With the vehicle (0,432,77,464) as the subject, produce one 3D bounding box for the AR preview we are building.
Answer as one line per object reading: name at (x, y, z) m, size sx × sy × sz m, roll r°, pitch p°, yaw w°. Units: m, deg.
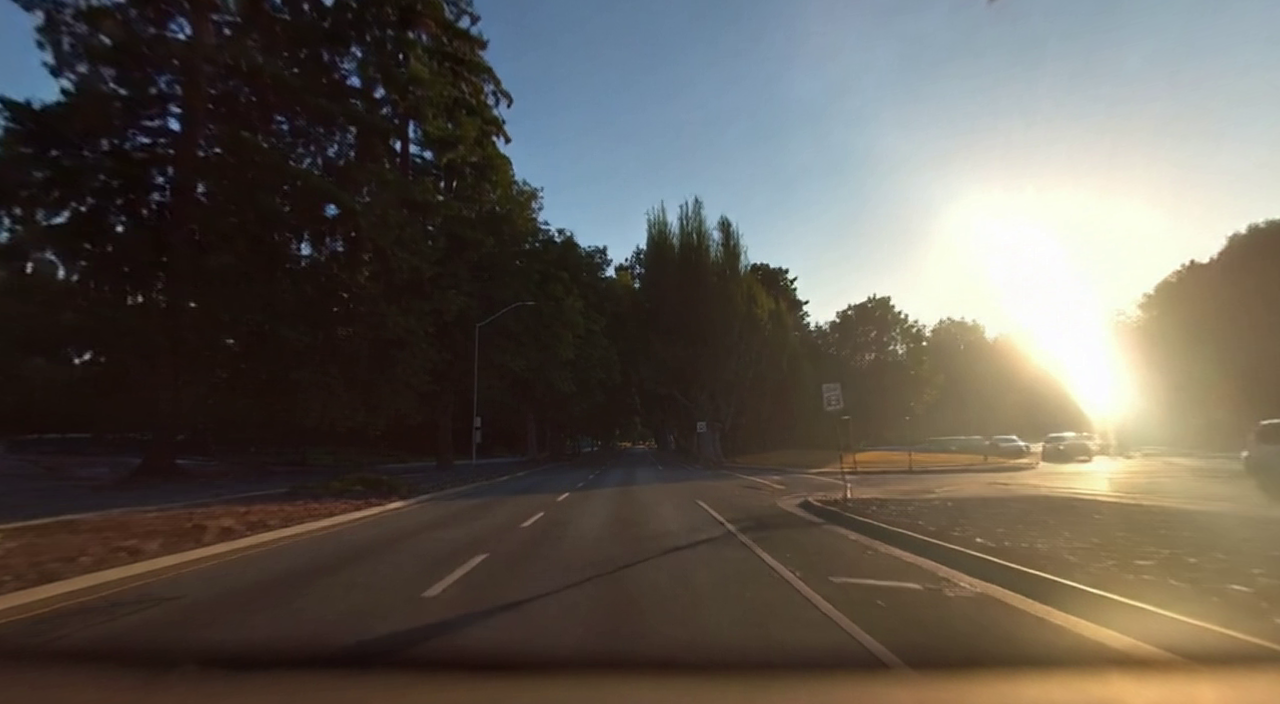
vehicle at (-46.243, 7.276, 47.927) m, size 1.991 × 2.142 × 5.123 m, roll -5°, pitch -6°, yaw 0°
